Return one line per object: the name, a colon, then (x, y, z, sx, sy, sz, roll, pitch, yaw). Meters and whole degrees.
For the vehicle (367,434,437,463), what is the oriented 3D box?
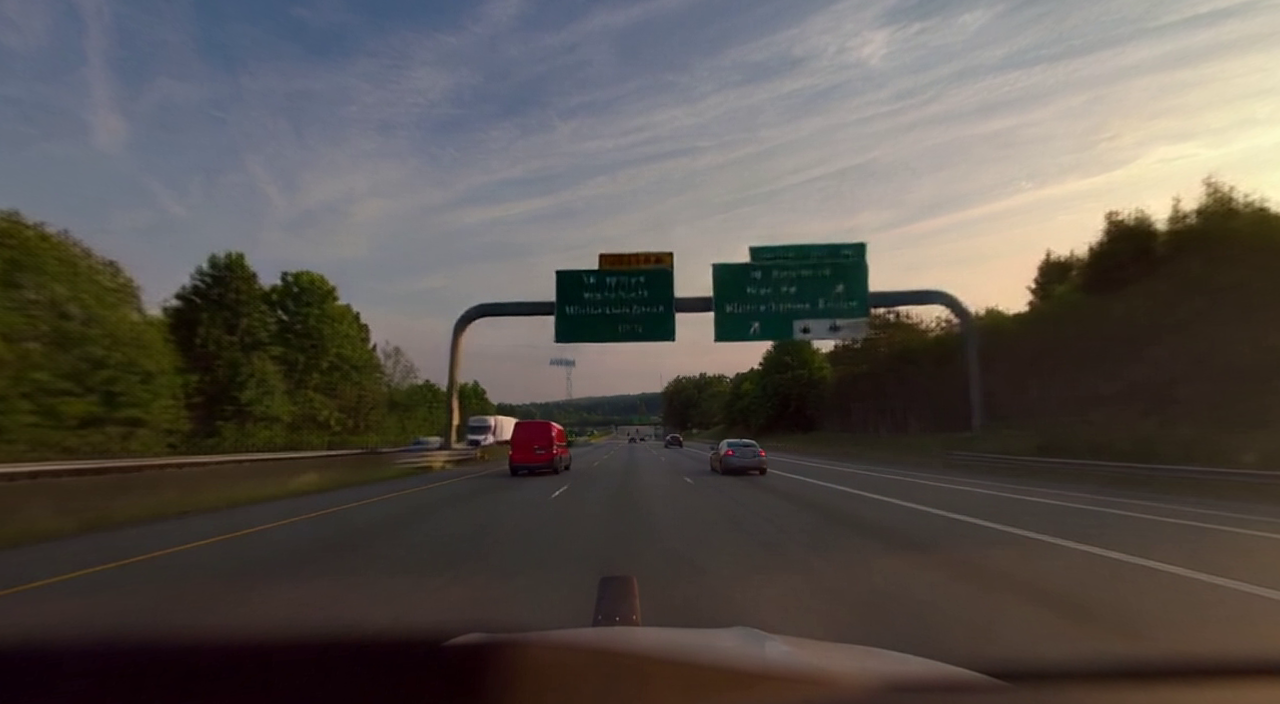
vehicle: (-12.833, 5.221, 34.365, 2.056, 1.486, 4.535, 0, -8, 0)

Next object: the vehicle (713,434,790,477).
vehicle: (4.002, 3.764, 23.322, 2.020, 1.464, 3.803, 0, -8, -2)

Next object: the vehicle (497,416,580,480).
vehicle: (-3.543, 3.454, 23.082, 2.275, 2.053, 5.082, 0, -8, -1)
